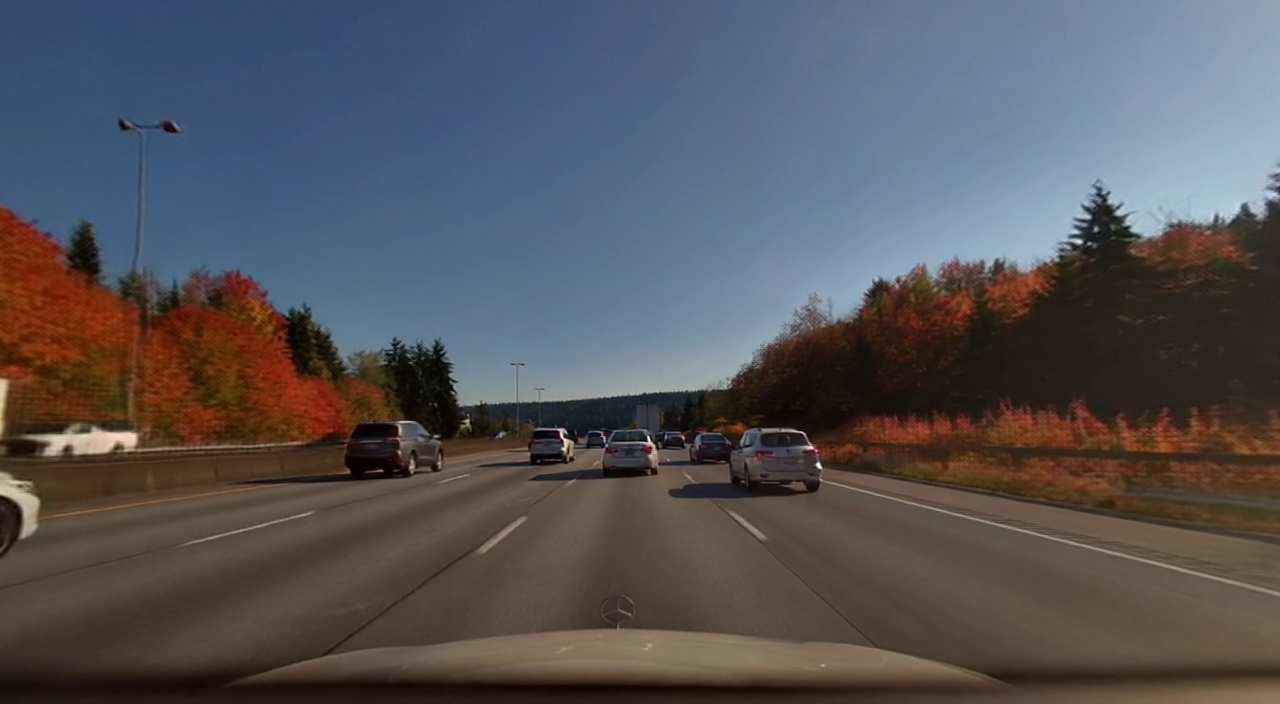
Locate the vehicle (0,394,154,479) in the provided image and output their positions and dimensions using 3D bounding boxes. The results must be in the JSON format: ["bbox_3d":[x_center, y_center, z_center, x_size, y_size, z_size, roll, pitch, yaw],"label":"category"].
[{"bbox_3d":[-22.769,3.251,24.134,2.737,2.804,6.776,0,-8,0],"label":"vehicle"}]

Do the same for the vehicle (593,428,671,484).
[{"bbox_3d":[-0.197,3.097,19.197,2.111,1.494,4.364,0,-8,1],"label":"vehicle"}]

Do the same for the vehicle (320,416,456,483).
[{"bbox_3d":[-7.464,2.948,19.266,2.117,1.779,4.745,0,-8,1],"label":"vehicle"}]

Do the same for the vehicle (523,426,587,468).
[{"bbox_3d":[-3.572,4.067,27.192,2.064,1.672,4.277,0,-8,1],"label":"vehicle"}]

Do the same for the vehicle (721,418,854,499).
[{"bbox_3d":[3.333,2.496,15.199,2.095,1.650,4.331,0,-8,-1],"label":"vehicle"}]
